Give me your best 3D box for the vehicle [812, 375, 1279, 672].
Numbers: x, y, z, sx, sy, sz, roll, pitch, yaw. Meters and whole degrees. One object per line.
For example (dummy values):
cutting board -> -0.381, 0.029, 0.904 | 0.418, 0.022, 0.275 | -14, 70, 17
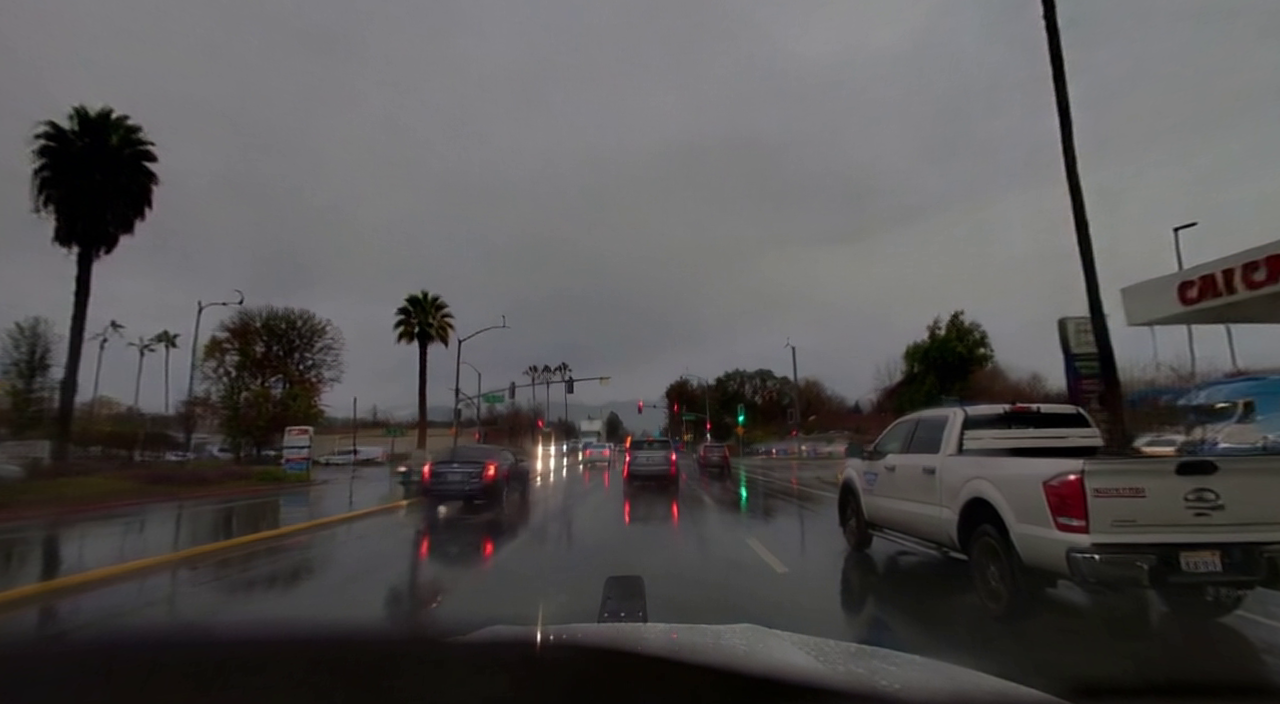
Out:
vehicle -> 3.672, 1.453, 6.706 | 2.120, 1.828, 5.531 | 0, -8, 0

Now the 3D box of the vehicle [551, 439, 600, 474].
vehicle -> -3.452, 5.713, 34.637 | 2.071, 1.811, 4.605 | 0, -8, 2

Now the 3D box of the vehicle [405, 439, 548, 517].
vehicle -> -3.554, 2.826, 14.712 | 1.983, 1.502, 4.720 | 0, -8, 2

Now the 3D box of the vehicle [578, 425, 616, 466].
vehicle -> -3.114, 6.978, 46.767 | 2.393, 2.865, 5.466 | 0, -8, 0

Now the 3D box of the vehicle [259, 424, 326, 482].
vehicle -> -18.438, 5.316, 33.238 | 2.109, 2.870, 3.441 | 8, -11, -43

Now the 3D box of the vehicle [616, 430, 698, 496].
vehicle -> 0.478, 3.530, 20.403 | 2.295, 1.835, 5.471 | 0, -8, 0

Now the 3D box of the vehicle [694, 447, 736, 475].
vehicle -> 4.117, 6.051, 35.082 | 1.901, 1.401, 3.965 | 0, -8, 1
